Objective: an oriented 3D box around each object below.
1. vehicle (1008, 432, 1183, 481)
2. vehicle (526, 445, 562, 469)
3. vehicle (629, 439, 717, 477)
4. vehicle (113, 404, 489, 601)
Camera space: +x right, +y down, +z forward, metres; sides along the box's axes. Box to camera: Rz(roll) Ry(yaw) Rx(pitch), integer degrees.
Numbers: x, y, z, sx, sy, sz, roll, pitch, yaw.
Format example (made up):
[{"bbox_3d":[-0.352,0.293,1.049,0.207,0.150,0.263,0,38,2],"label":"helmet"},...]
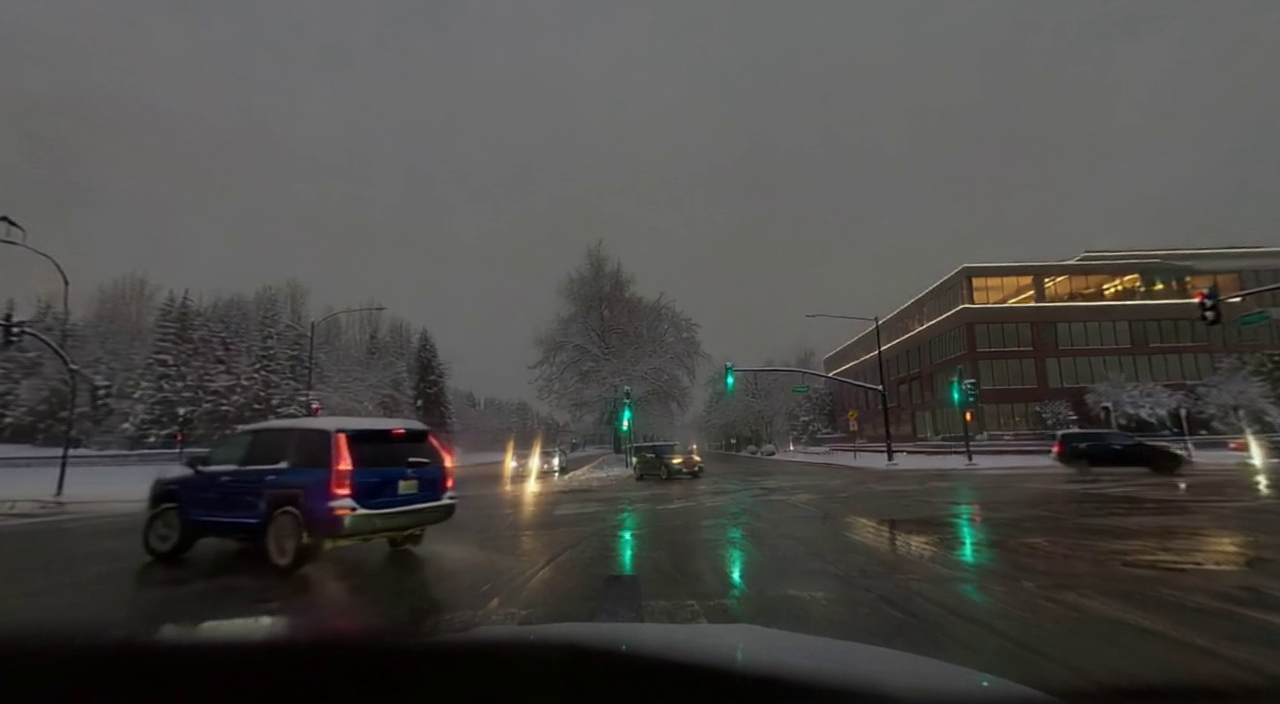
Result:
[{"bbox_3d":[16.188,3.749,22.767,4.529,1.604,2.130,-3,-9,16],"label":"vehicle"},{"bbox_3d":[-6.823,7.496,45.359,2.034,1.663,4.025,0,-8,-1],"label":"vehicle"},{"bbox_3d":[1.520,5.176,31.156,1.998,1.674,4.652,5,-10,-33],"label":"vehicle"},{"bbox_3d":[-4.157,1.675,7.789,4.038,1.807,2.085,-5,-10,28],"label":"vehicle"}]
